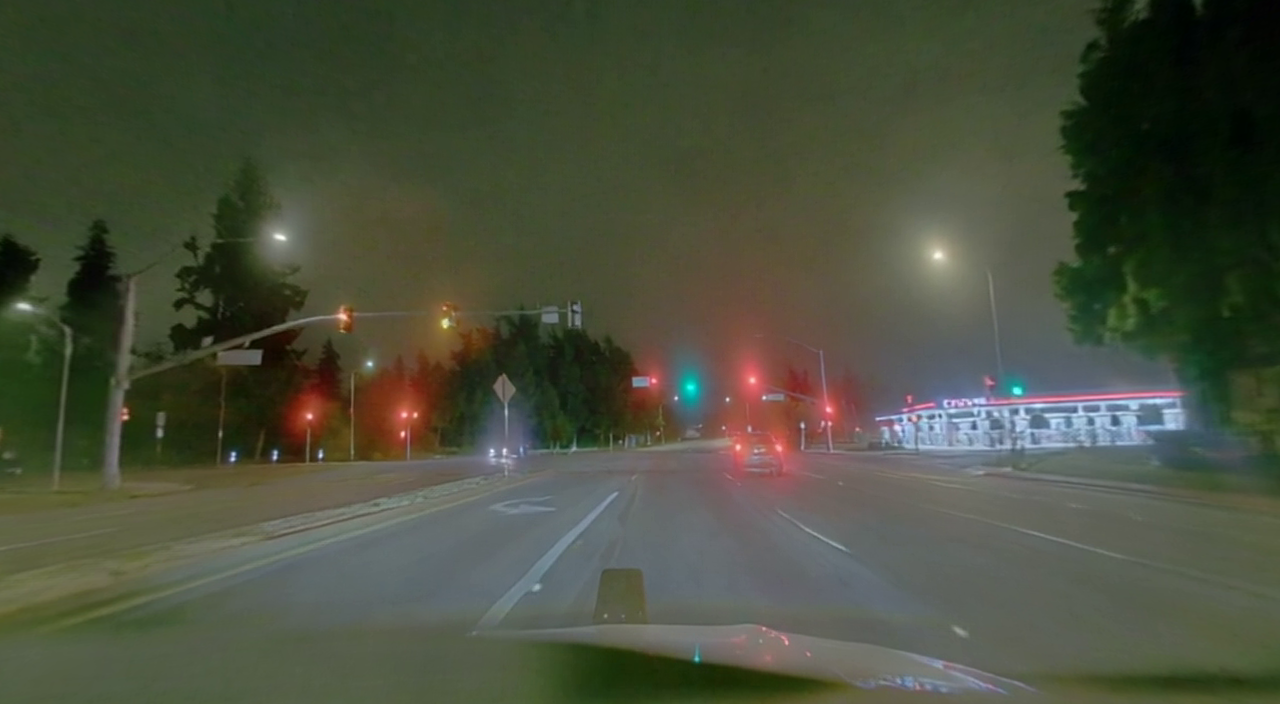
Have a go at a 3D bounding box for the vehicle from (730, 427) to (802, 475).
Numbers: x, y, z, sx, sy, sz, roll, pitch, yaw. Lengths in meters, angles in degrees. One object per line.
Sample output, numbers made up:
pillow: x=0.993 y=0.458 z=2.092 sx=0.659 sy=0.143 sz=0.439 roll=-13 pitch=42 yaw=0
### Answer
vehicle: x=4.786 y=3.834 z=24.468 sx=2.090 sy=1.717 sz=4.063 roll=0 pitch=-8 yaw=2
